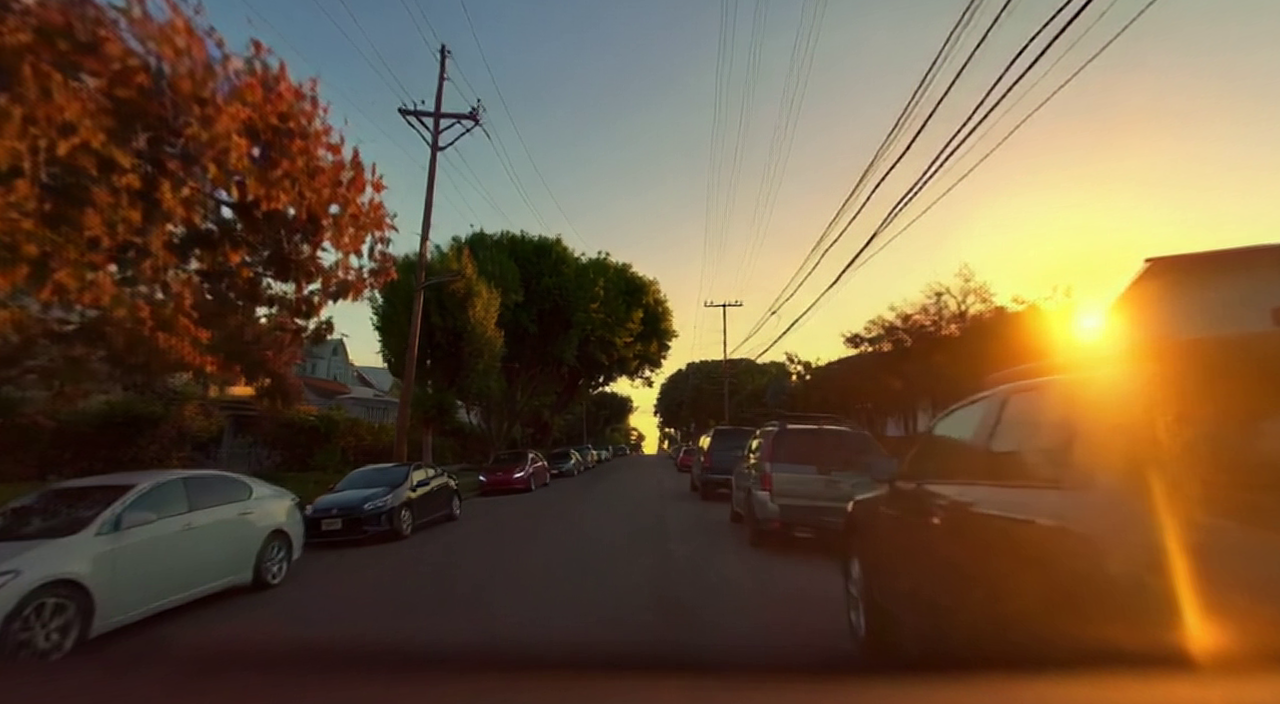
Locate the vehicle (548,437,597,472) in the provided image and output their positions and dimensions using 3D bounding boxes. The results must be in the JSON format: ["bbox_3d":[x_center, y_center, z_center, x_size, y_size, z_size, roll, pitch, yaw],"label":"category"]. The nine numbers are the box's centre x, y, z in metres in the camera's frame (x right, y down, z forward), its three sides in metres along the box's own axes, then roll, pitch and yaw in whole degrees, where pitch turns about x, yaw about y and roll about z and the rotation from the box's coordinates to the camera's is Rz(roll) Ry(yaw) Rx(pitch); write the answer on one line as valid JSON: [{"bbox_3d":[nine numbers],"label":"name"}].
[{"bbox_3d":[-3.966,6.157,38.099,2.280,1.953,5.092,0,-8,1],"label":"vehicle"}]

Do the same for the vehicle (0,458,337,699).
[{"bbox_3d":[-4.879,1.725,5.701,1.932,1.431,4.198,-1,-8,5],"label":"vehicle"}]

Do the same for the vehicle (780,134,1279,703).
[{"bbox_3d":[2.131,0.782,2.667,2.032,1.839,4.597,0,-8,0],"label":"vehicle"}]

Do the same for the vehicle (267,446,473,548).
[{"bbox_3d":[-4.737,2.561,11.910,1.796,1.532,4.244,-1,-8,4],"label":"vehicle"}]

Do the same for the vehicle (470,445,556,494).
[{"bbox_3d":[-4.403,4.121,22.641,1.988,1.541,4.686,-1,-8,2],"label":"vehicle"}]
